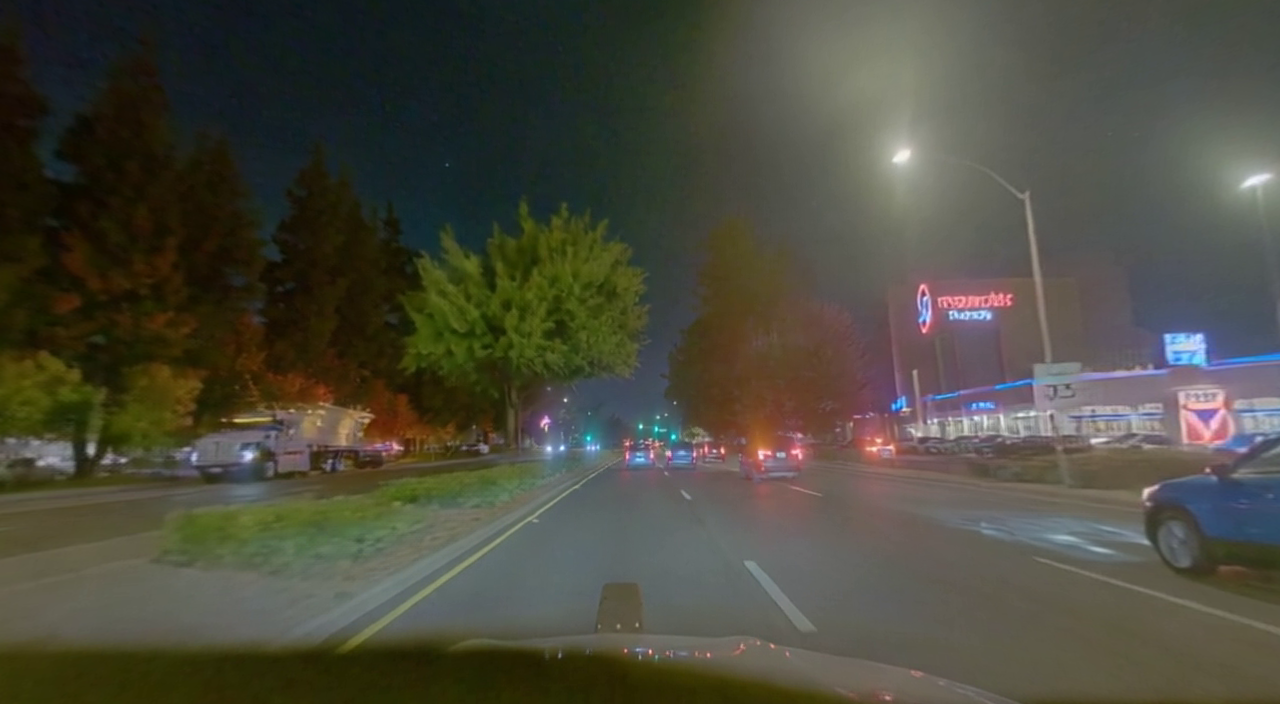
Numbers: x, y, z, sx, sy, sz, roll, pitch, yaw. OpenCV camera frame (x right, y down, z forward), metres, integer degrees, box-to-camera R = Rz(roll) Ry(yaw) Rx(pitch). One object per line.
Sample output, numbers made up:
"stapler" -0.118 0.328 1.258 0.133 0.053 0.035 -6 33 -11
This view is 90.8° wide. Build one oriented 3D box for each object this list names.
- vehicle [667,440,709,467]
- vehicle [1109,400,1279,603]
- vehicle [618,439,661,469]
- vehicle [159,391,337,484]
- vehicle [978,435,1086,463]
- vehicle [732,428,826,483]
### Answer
"vehicle" 2.641 5.659 35.382 1.970 1.402 3.756 0 -8 -1
"vehicle" 6.222 1.177 4.828 1.949 1.647 4.261 0 -8 0
"vehicle" -0.042 5.250 32.682 2.056 1.440 3.798 0 -8 -1
"vehicle" -19.210 4.345 31.967 2.999 4.017 8.806 0 -8 2
"vehicle" 20.179 4.996 32.640 4.342 1.388 1.946 0 -8 -2
"vehicle" 4.953 3.760 23.328 2.140 1.811 4.593 1 -8 -4
